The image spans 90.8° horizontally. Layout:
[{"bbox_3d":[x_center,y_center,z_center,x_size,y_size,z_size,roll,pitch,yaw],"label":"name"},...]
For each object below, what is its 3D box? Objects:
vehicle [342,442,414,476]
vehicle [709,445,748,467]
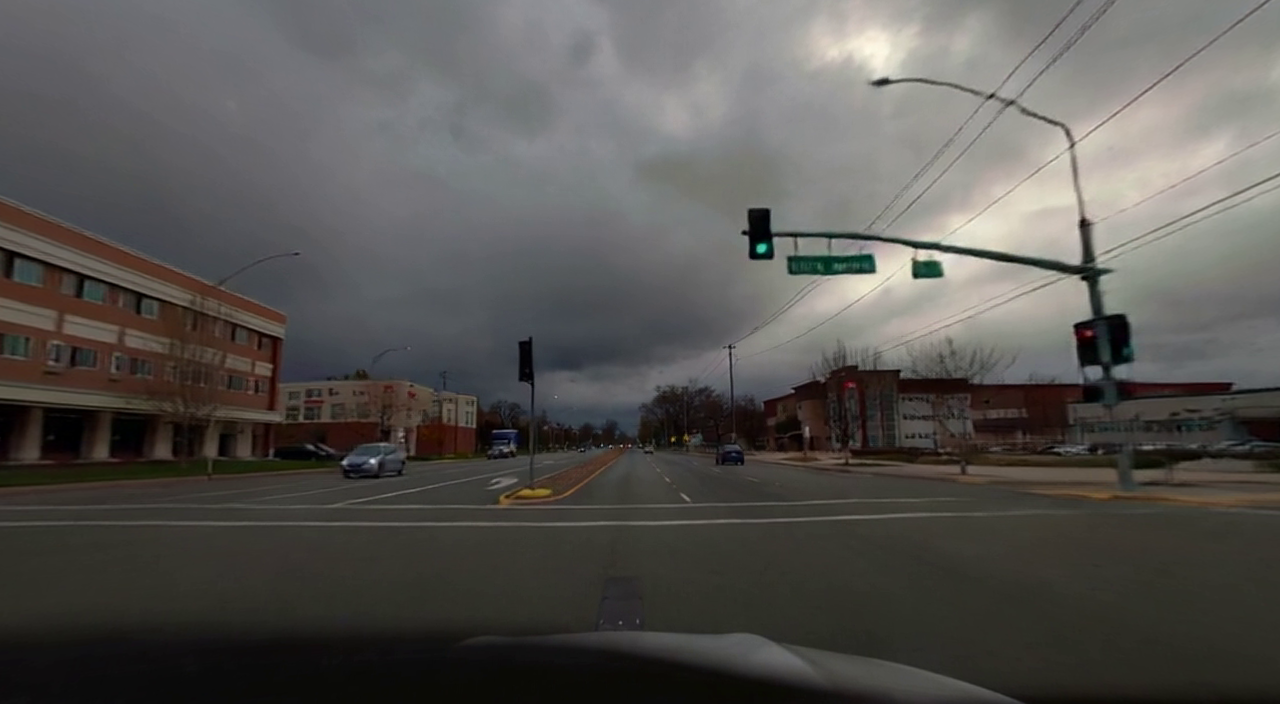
[{"bbox_3d":[-15.174,6.219,36.920,2.036,1.787,4.985,0,-9,0],"label":"vehicle"},{"bbox_3d":[6.134,7.244,44.091,1.916,1.437,4.327,0,-9,-3],"label":"vehicle"}]
